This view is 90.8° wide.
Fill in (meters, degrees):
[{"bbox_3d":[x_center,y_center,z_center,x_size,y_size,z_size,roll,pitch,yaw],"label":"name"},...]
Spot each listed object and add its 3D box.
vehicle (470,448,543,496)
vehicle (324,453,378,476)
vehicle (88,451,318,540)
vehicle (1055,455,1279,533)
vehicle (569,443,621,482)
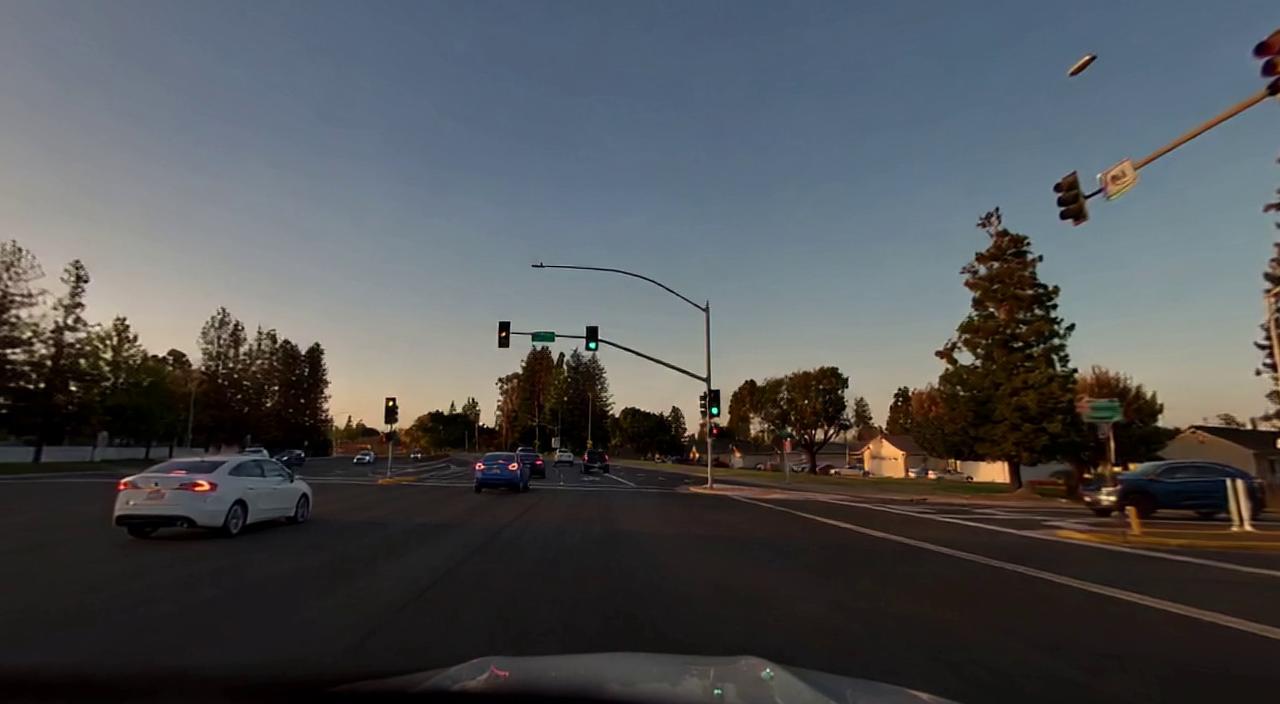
[{"bbox_3d":[-4.986,4.529,24.341,2.098,1.613,4.606,0,-8,-4],"label":"vehicle"},{"bbox_3d":[-20.057,7.779,44.033,2.052,1.450,4.634,1,-8,-7],"label":"vehicle"},{"bbox_3d":[-8.339,2.713,12.613,1.889,1.429,4.029,0,-8,-4],"label":"vehicle"},{"bbox_3d":[11.723,2.952,13.396,4.439,1.477,1.895,0,-8,2],"label":"vehicle"},{"bbox_3d":[-2.599,6.114,35.295,2.526,1.982,5.294,1,-9,-8],"label":"vehicle"}]
